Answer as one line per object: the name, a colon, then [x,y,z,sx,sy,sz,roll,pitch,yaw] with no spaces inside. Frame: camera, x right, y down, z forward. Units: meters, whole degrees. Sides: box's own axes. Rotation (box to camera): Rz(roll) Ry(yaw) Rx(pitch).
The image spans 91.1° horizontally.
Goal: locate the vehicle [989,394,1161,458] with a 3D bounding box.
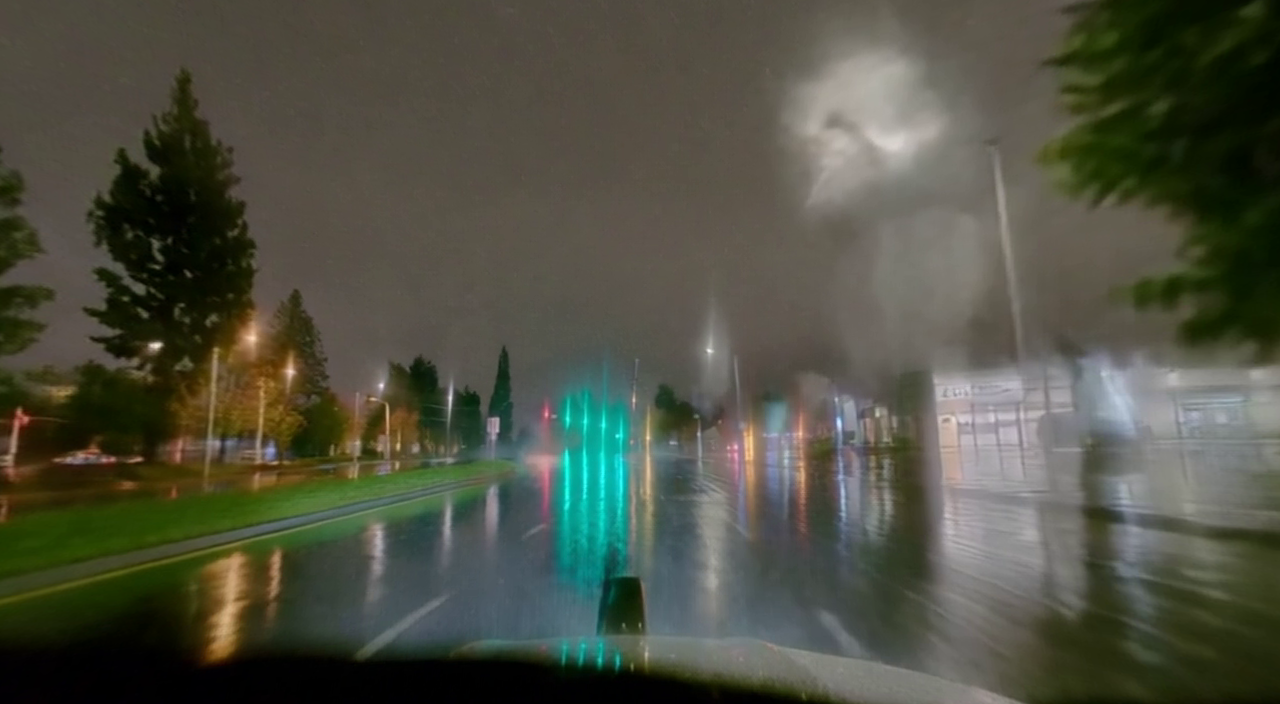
vehicle: [23.408,4.048,34.067,7.144,3.248,2.873,1,-9,-3]
